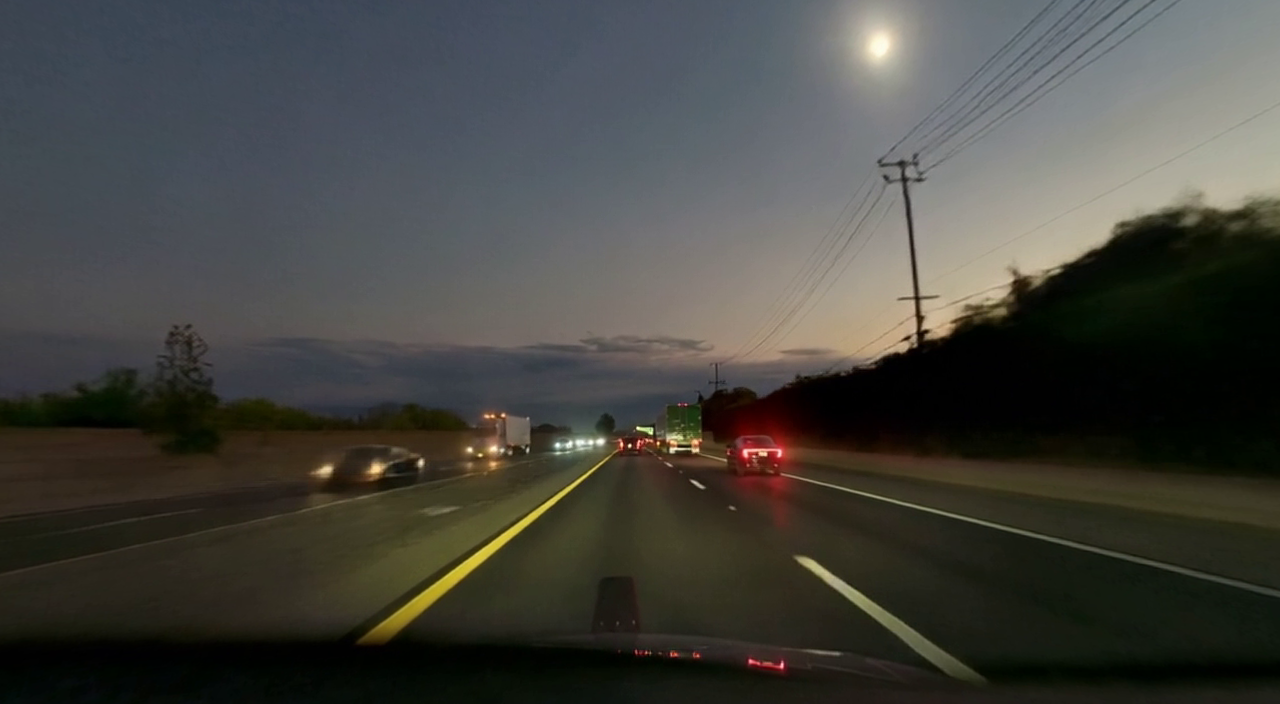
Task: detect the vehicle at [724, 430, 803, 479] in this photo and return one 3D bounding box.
[{"bbox_3d":[4.355,3.658,22.876,1.930,1.573,3.853,0,-8,-2],"label":"vehicle"}]

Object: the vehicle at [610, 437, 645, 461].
[{"bbox_3d":[-0.828,6.269,41.045,2.163,1.466,3.693,0,-8,-1],"label":"vehicle"}]

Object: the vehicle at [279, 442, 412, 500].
[{"bbox_3d":[-8.796,3.553,19.364,1.915,1.484,4.561,0,-8,0],"label":"vehicle"}]
